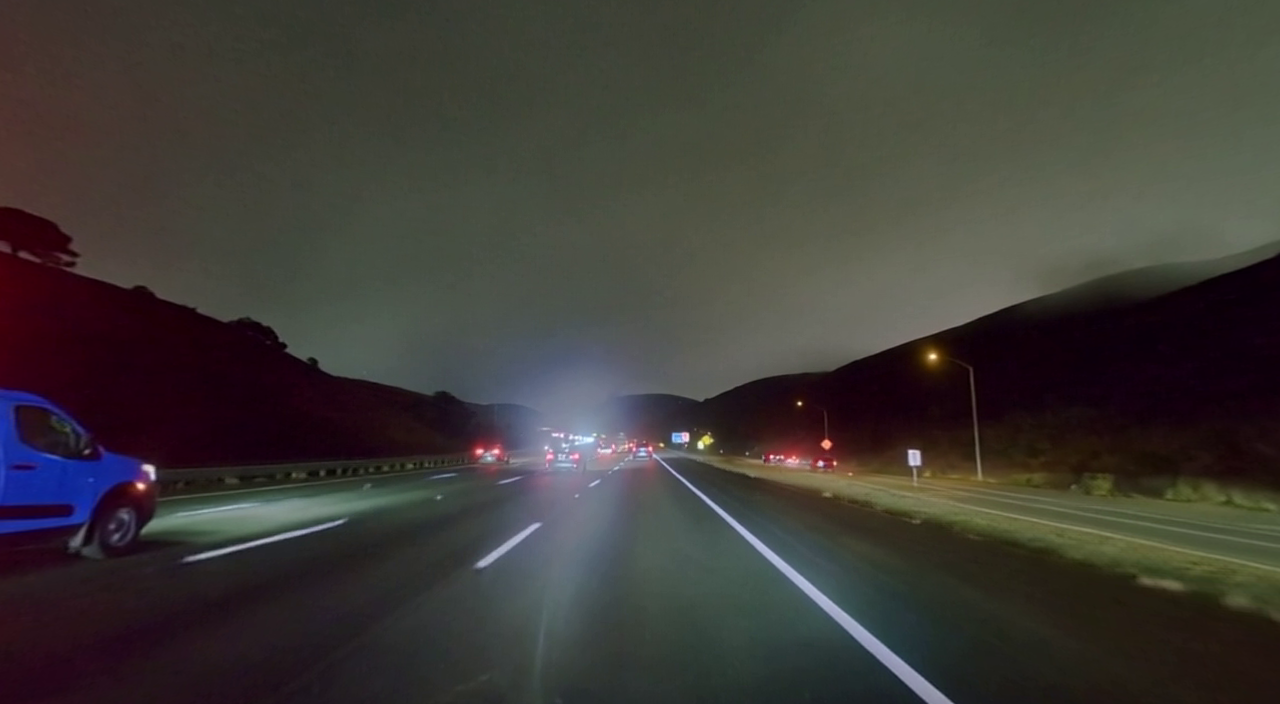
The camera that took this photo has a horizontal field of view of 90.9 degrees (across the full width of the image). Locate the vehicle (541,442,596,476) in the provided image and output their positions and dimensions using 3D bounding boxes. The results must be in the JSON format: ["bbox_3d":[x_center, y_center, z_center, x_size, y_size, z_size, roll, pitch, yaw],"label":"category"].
[{"bbox_3d":[-3.359,5.146,30.702,2.080,1.505,4.649,0,-8,1],"label":"vehicle"}]

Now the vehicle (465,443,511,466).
[{"bbox_3d":[-10.538,7.148,44.141,1.945,1.466,4.947,0,-8,1],"label":"vehicle"}]

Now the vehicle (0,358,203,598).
[{"bbox_3d":[-6.984,1.093,5.343,2.437,2.135,5.643,0,-8,1],"label":"vehicle"}]
